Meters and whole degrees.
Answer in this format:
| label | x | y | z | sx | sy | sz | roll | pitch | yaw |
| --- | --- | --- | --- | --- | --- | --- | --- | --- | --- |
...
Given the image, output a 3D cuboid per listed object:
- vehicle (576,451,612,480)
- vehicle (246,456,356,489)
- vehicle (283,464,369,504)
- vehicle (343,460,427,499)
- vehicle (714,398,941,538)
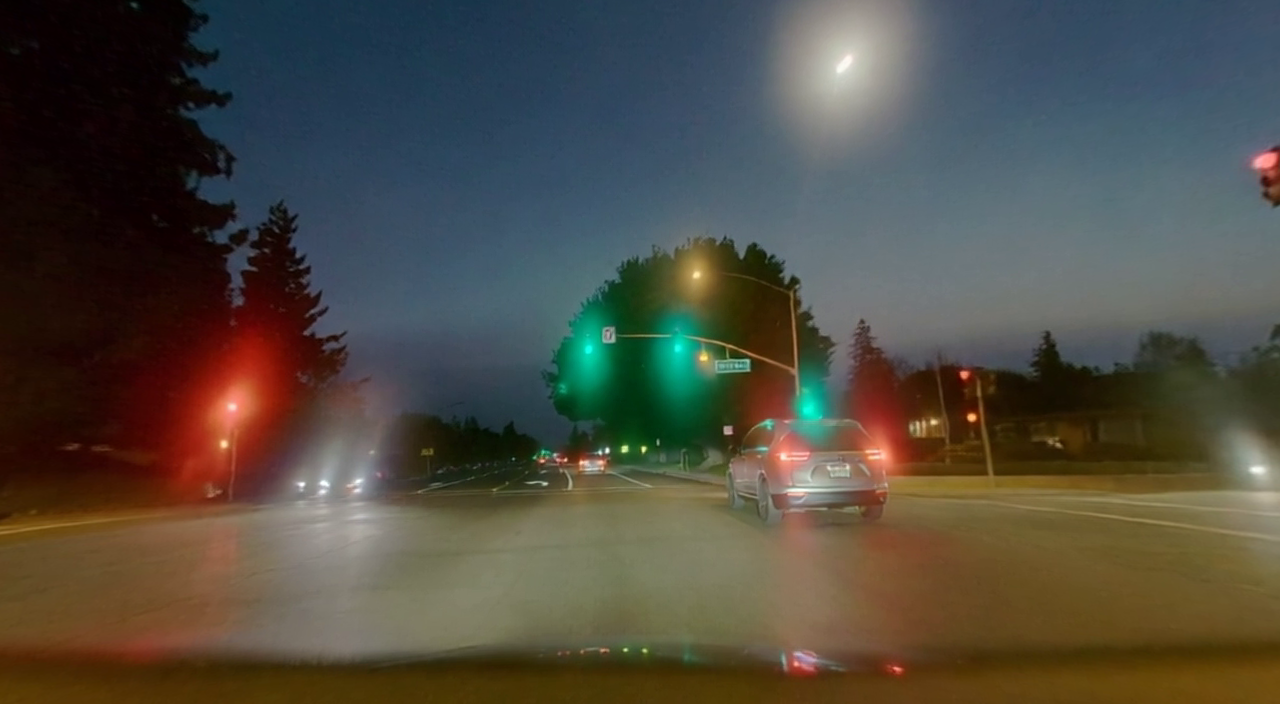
| label | x | y | z | sx | sy | sz | roll | pitch | yaw |
| --- | --- | --- | --- | --- | --- | --- | --- | --- | --- |
| vehicle | -3.112 | 7.416 | 41.571 | 2.138 | 1.729 | 4.178 | 1 | -9 | -7 |
| vehicle | -21.751 | 7.767 | 40.682 | 5.734 | 1.950 | 2.287 | 1 | -9 | -6 |
| vehicle | -14.788 | 6.217 | 30.015 | 1.955 | 1.509 | 4.640 | -3 | -9 | -3 |
| vehicle | -11.197 | 5.607 | 28.049 | 2.035 | 1.475 | 4.639 | 0 | -9 | -4 |
| vehicle | 3.158 | 2.144 | 12.301 | 2.338 | 2.063 | 5.592 | 0 | -9 | -4 |
